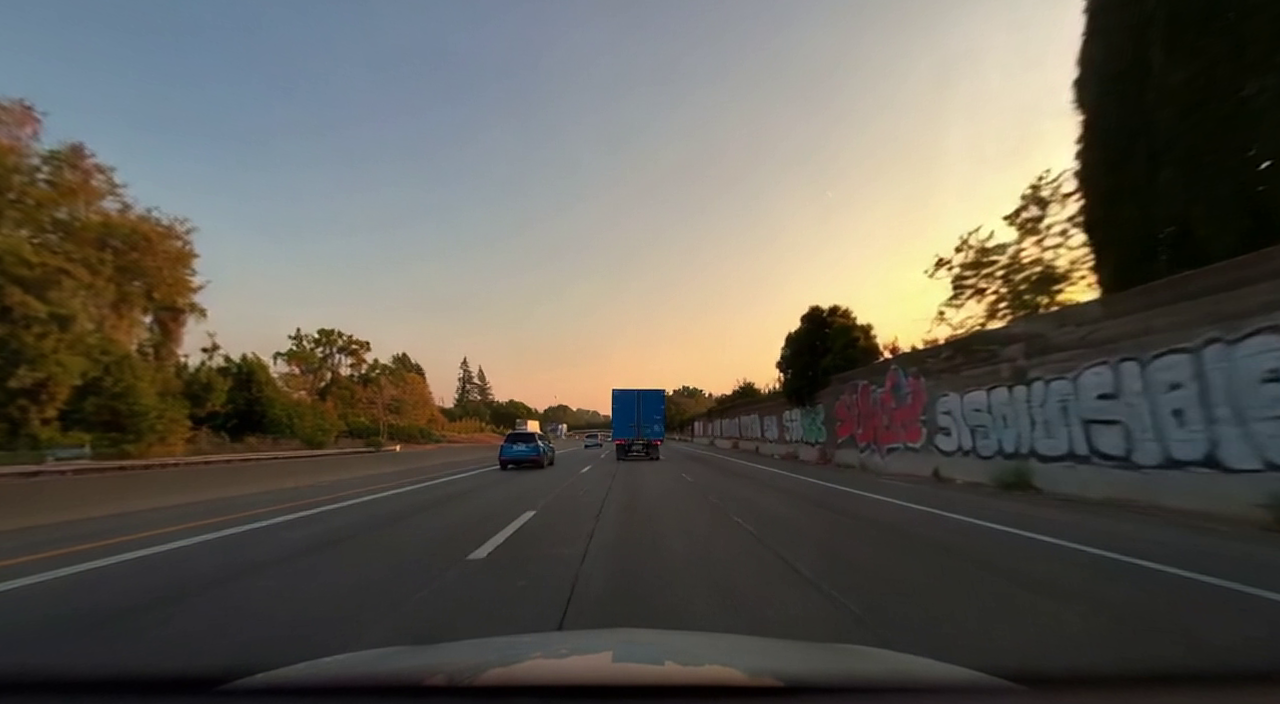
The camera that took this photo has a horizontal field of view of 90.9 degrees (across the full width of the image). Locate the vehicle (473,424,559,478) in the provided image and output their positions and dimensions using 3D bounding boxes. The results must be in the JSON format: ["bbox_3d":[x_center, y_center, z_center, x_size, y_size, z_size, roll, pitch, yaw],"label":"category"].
[{"bbox_3d":[-4.091,3.321,21.487,2.058,1.645,4.130,0,-8,0],"label":"vehicle"}]

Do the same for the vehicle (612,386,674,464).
[{"bbox_3d":[0.043,4.077,34.578,2.927,3.649,9.443,0,-8,-1],"label":"vehicle"}]
